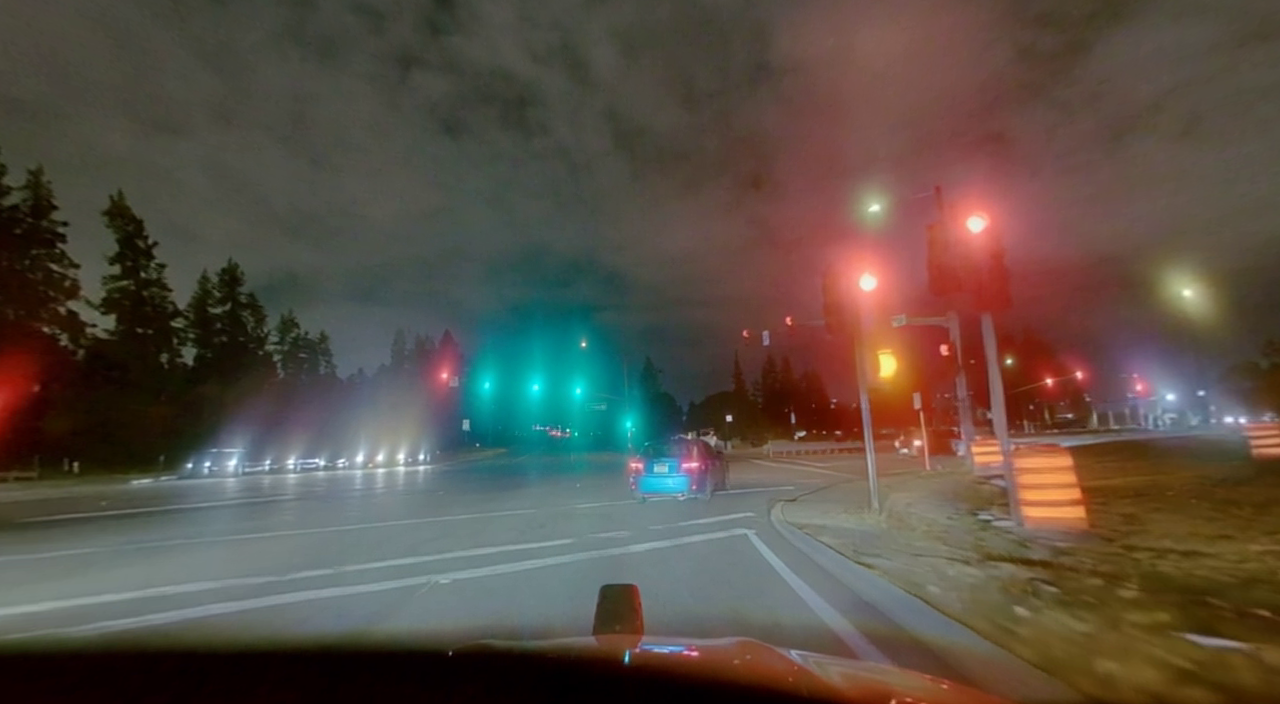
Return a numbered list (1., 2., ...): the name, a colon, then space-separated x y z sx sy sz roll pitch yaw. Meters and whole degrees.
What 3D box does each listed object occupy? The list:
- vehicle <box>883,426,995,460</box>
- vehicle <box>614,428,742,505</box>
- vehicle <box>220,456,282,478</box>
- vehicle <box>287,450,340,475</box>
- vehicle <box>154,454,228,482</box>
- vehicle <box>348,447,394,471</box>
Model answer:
1. vehicle: 13.748 4.177 29.100 4.467 1.477 1.873 2 -8 -16
2. vehicle: 1.067 2.613 14.886 2.183 1.506 4.286 -3 -9 15
3. vehicle: -27.914 8.242 45.490 2.024 1.448 4.478 1 -9 -7
4. vehicle: -24.448 8.274 47.510 2.081 1.670 4.376 1 -9 -8
5. vehicle: -30.746 7.949 43.439 2.142 1.723 4.692 1 -9 -8
6. vehicle: -21.169 8.417 49.873 2.101 1.759 4.619 1 -9 -7
